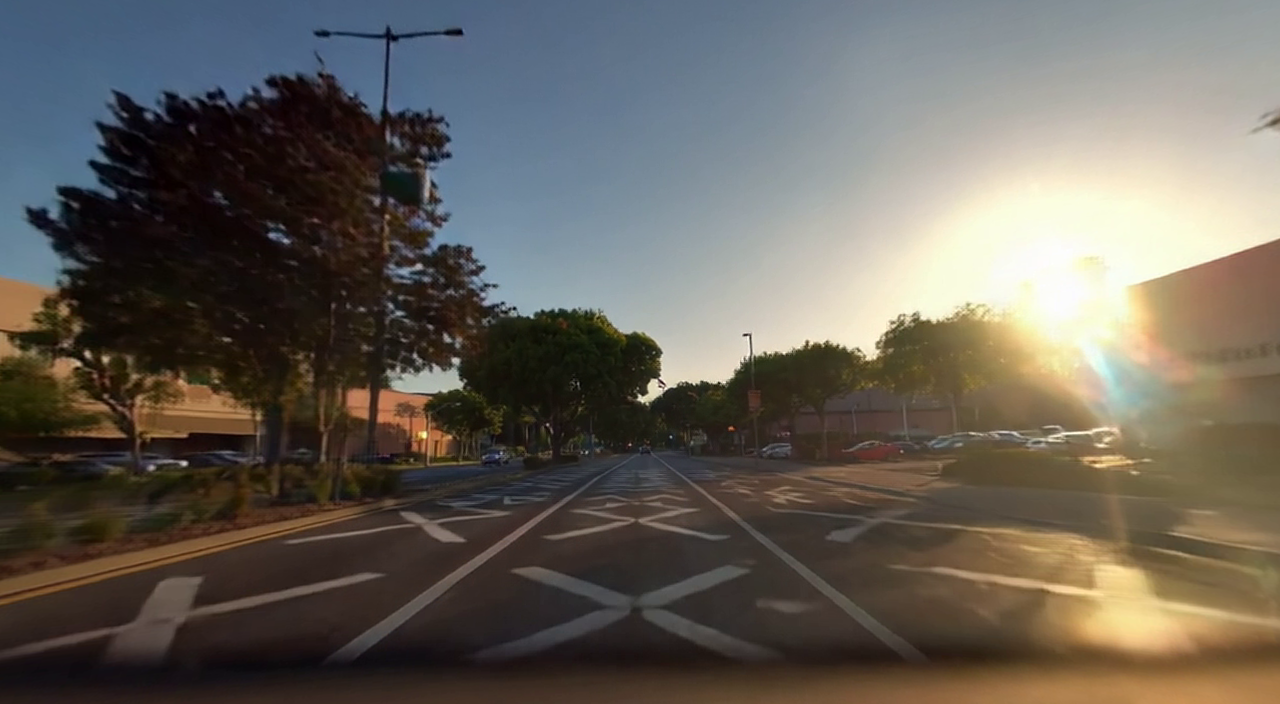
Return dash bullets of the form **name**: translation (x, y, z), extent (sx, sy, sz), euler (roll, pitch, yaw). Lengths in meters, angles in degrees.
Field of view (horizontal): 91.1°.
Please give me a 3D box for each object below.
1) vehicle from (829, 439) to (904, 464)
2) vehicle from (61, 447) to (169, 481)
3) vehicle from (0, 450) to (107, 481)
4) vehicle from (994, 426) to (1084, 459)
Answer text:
- **vehicle**: translation (17.043, 7.496, 47.326), extent (4.720, 1.769, 2.229), euler (0, -9, -3)
- **vehicle**: translation (-35.909, 7.658, 43.210), extent (2.471, 2.129, 5.492), euler (-1, -9, 3)
- **vehicle**: translation (-40.603, 7.808, 43.506), extent (2.266, 1.915, 5.560), euler (-1, -8, 3)
- **vehicle**: translation (26.949, 6.174, 42.472), extent (4.569, 1.929, 2.084), euler (-2, -10, -3)
